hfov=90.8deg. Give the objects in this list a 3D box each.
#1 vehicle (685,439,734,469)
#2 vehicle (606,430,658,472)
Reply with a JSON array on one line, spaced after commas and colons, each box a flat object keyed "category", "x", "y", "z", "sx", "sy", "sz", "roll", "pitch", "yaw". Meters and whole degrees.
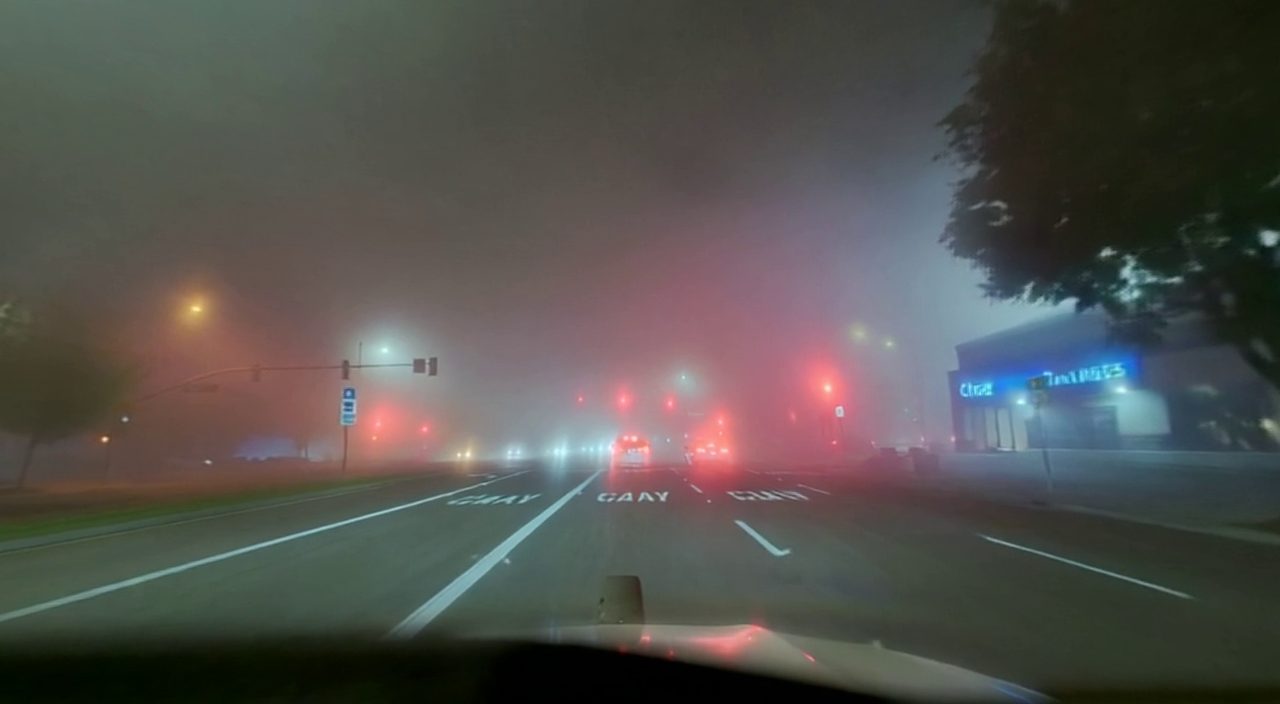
[{"category": "vehicle", "x": 3.560, "y": 5.356, "z": 33.334, "sx": 2.080, "sy": 1.472, "sz": 4.401, "roll": 0, "pitch": -9, "yaw": 0}, {"category": "vehicle", "x": -0.349, "y": 4.743, "z": 30.405, "sx": 2.313, "sy": 1.860, "sz": 4.319, "roll": 0, "pitch": -9, "yaw": 0}]
